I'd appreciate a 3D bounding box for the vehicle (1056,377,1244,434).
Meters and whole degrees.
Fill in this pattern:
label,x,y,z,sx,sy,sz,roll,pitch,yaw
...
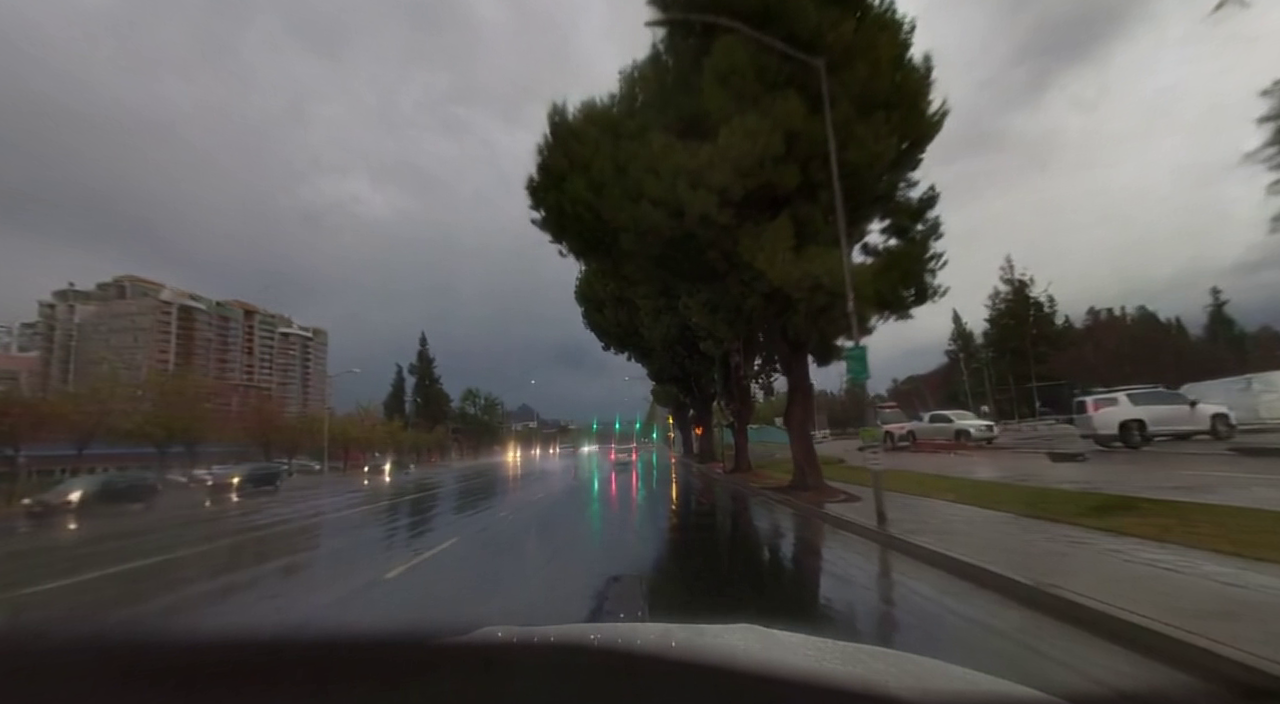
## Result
label,x,y,z,sx,sy,sz,roll,pitch,yaw
vehicle,15.133,1.668,18.881,3.956,1.504,2.170,2,-9,-9

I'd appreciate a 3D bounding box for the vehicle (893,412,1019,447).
label,x,y,z,sx,sy,sz,roll,pitch,yaw
vehicle,13.188,3.275,26.579,4.144,1.407,2.201,0,-8,-1

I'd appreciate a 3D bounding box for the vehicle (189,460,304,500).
label,x,y,z,sx,sy,sz,roll,pitch,yaw
vehicle,-17.006,5.518,27.660,1.985,1.471,4.797,0,-8,0

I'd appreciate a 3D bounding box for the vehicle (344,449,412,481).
label,x,y,z,sx,sy,sz,roll,pitch,yaw
vehicle,-16.780,7.237,40.750,2.342,1.868,4.758,0,-8,0

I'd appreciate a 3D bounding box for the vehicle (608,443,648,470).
label,x,y,z,sx,sy,sz,roll,pitch,yaw
vehicle,-0.653,6.150,37.462,2.235,1.500,4.420,0,-8,0

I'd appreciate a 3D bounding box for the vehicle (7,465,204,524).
label,x,y,z,sx,sy,sz,roll,pitch,yaw
vehicle,-16.479,4.369,19.904,2.058,1.459,4.704,0,-8,1
